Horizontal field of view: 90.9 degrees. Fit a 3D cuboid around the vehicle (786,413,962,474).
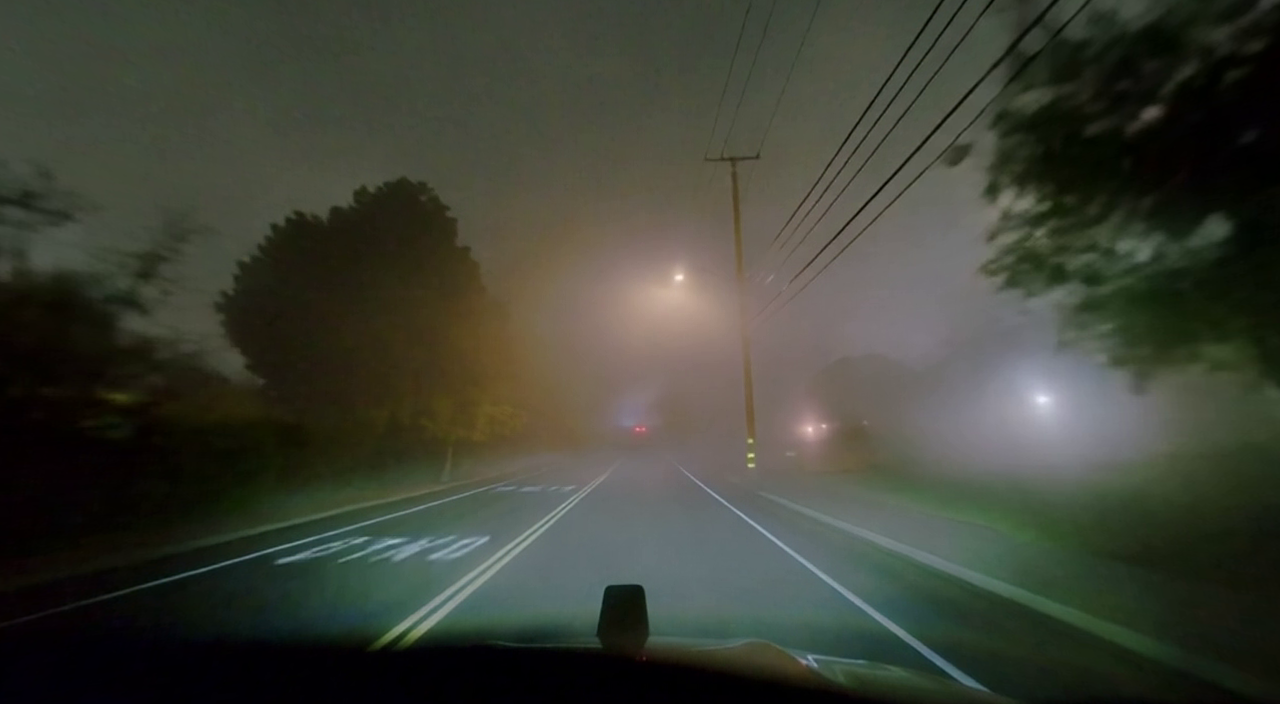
[{"bbox_3d":[9.332,3.680,25.604,6.133,2.254,2.383,-1,-8,-1],"label":"vehicle"}]
